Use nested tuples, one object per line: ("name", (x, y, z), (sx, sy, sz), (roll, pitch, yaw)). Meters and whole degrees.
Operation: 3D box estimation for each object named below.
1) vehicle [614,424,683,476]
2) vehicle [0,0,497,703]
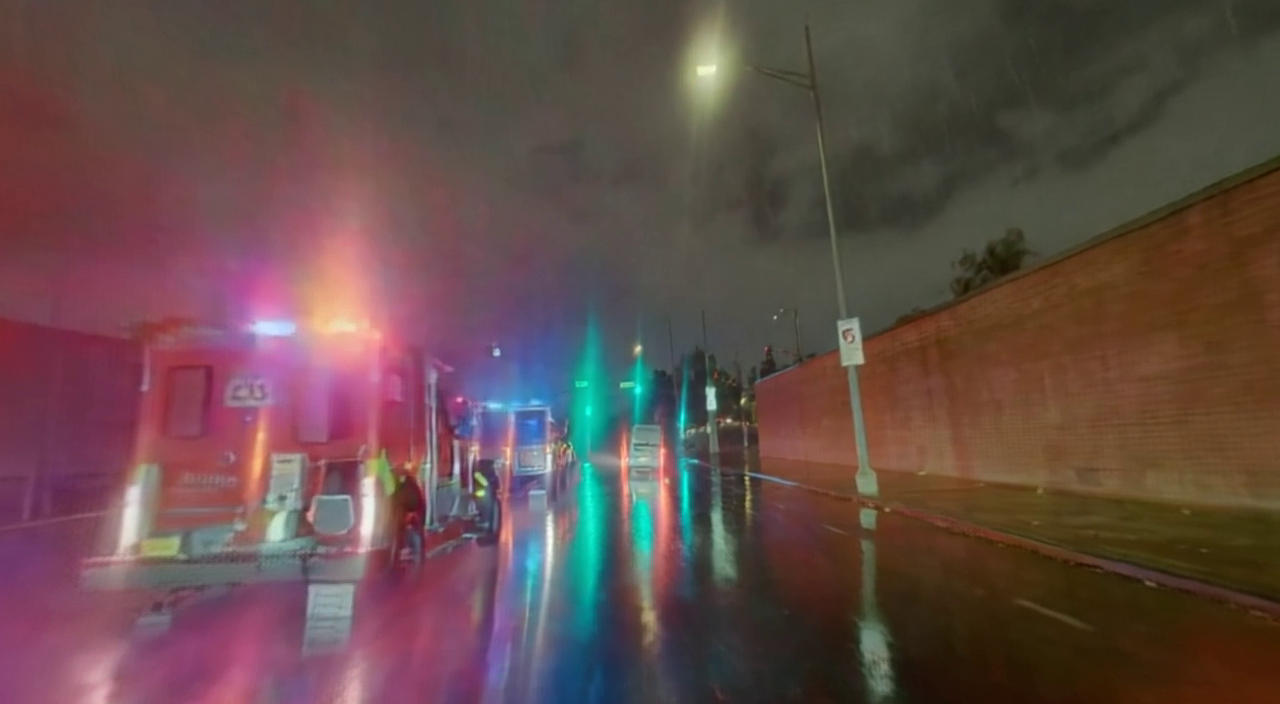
("vehicle", (0.208, 3.828, 24.901), (2.332, 1.831, 4.930), (0, -8, -3))
("vehicle", (-3.167, 0.122, 1.549), (3.644, 3.138, 9.346), (0, -8, -1))
